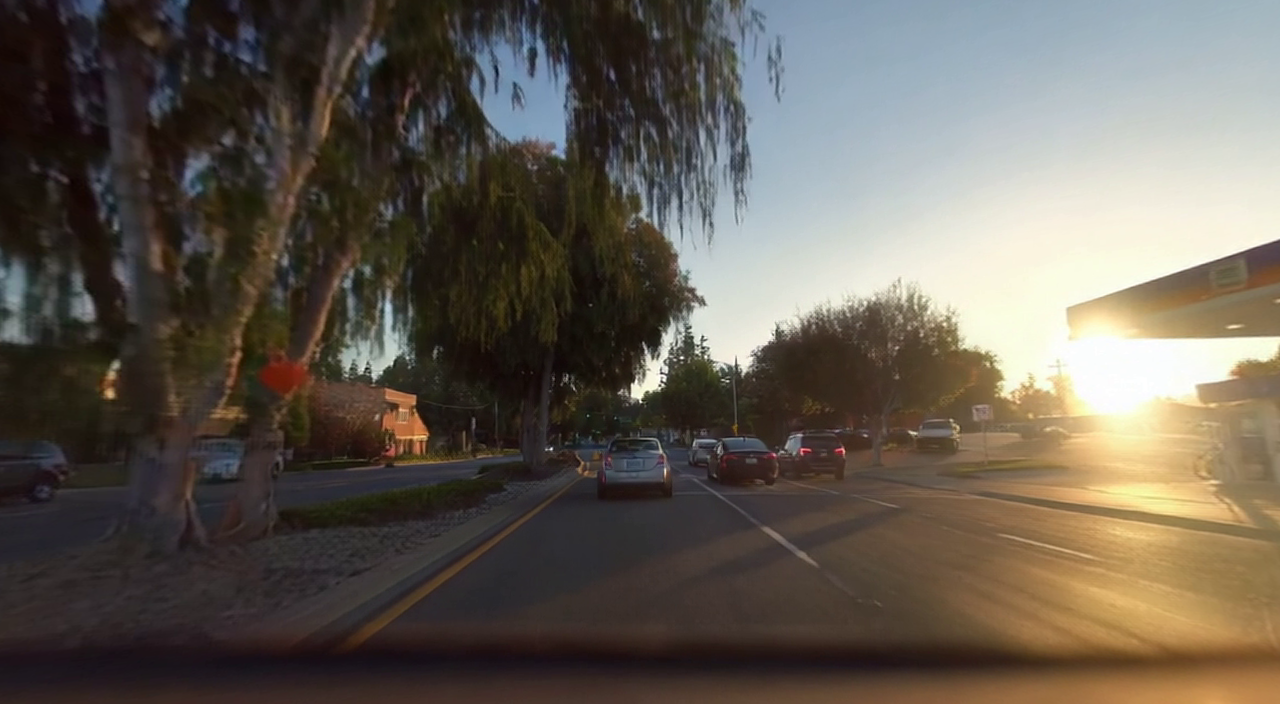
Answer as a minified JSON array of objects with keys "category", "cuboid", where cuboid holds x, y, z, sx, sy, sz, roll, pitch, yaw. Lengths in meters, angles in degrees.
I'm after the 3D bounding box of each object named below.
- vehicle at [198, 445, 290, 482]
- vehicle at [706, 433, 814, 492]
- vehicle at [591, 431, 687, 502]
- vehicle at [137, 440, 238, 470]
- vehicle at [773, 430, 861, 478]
[{"category":"vehicle","cuboid":[-19.320,5.430,31.077,1.903,1.706,3.994,0,-8,0]},{"category":"vehicle","cuboid":[3.296,3.162,18.432,2.124,1.476,4.730,0,-8,-1]},{"category":"vehicle","cuboid":[-0.012,2.730,15.384,2.052,1.488,3.779,0,-8,0]},{"category":"vehicle","cuboid":[-28.163,6.401,39.447,4.699,1.775,2.007,0,-9,1]},{"category":"vehicle","cuboid":[7.136,4.182,26.129,2.117,1.757,4.969,0,-8,-1]}]
